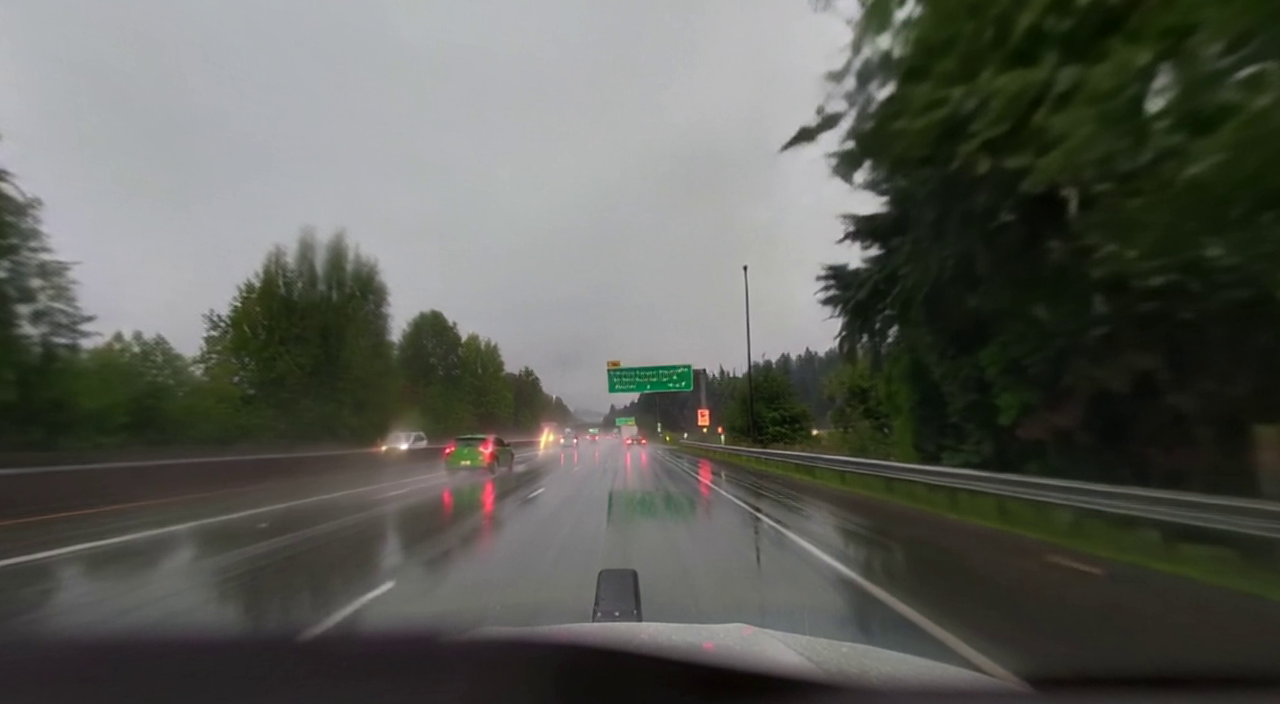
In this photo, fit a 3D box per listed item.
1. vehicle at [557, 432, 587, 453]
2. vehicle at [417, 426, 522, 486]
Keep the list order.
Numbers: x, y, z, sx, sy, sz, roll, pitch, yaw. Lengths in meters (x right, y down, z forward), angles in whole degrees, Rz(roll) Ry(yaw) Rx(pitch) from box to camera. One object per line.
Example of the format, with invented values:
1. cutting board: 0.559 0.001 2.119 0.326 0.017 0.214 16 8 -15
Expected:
1. vehicle: -5.266 7.073 49.229 1.972 1.537 4.173 0 -8 -2
2. vehicle: -4.684 2.902 17.892 1.959 1.514 3.668 0 -8 0
